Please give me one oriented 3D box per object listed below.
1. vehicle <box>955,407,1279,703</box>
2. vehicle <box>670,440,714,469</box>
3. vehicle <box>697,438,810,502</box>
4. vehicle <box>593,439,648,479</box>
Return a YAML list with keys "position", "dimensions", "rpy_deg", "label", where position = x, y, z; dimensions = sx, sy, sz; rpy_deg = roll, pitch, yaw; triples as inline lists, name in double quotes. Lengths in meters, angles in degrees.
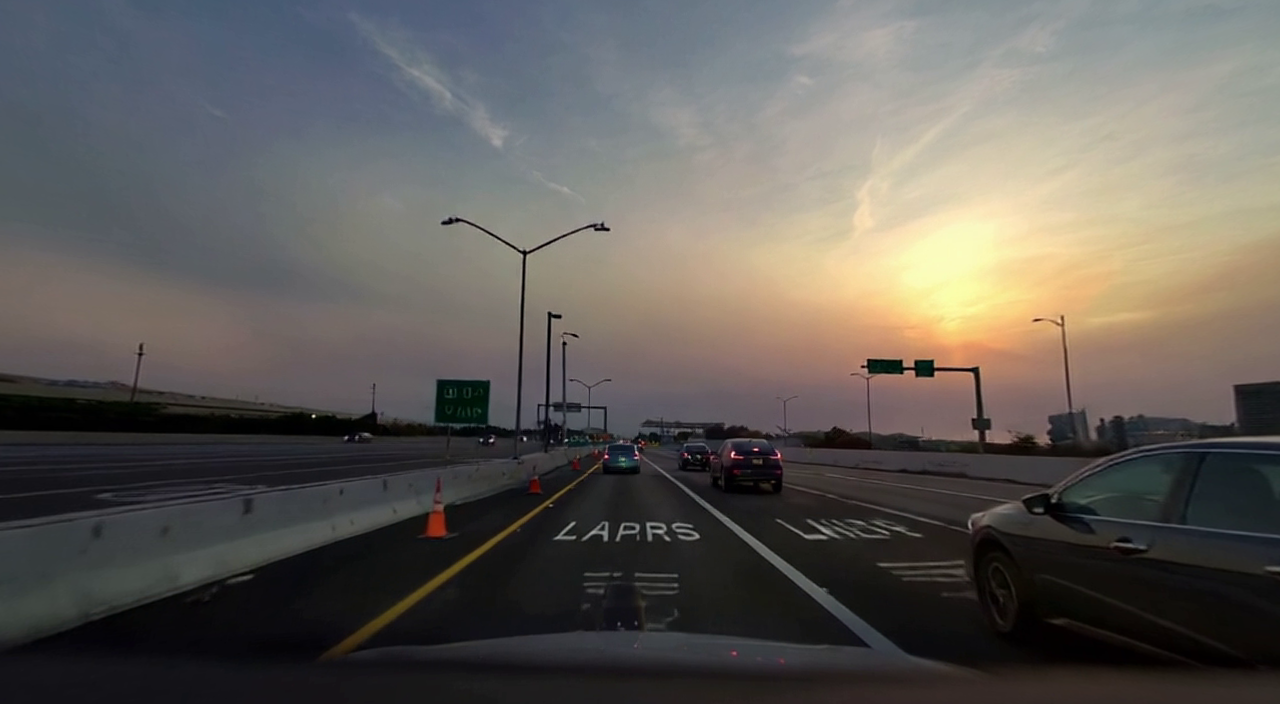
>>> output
- position: [3.258, 0.937, 2.283]
  dimensions: [1.996, 1.455, 4.281]
  rpy_deg: [0, -8, 0]
  label: "vehicle"
- position: [2.839, 5.756, 35.591]
  dimensions: [1.916, 1.487, 4.117]
  rpy_deg: [0, -8, -3]
  label: "vehicle"
- position: [2.816, 3.044, 16.784]
  dimensions: [2.042, 1.460, 4.451]
  rpy_deg: [0, -8, -2]
  label: "vehicle"
- position: [-0.775, 4.377, 26.085]
  dimensions: [2.069, 1.470, 4.004]
  rpy_deg: [0, -8, -1]
  label: "vehicle"
